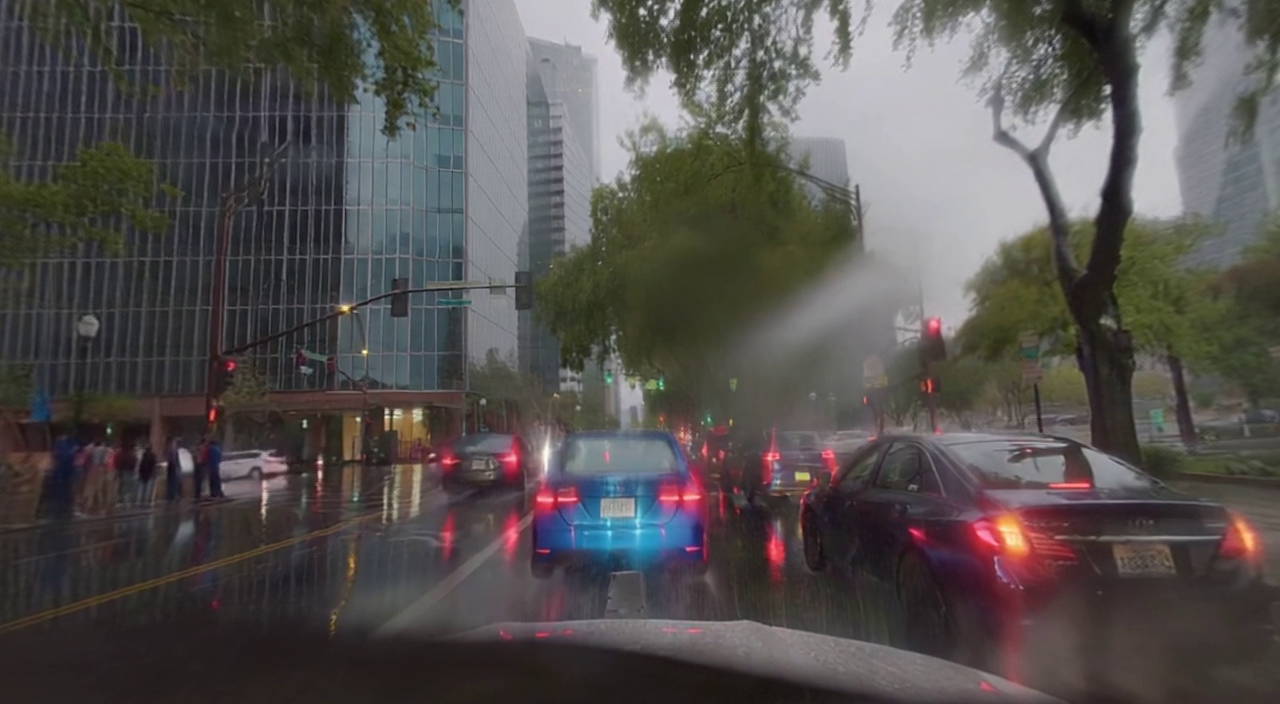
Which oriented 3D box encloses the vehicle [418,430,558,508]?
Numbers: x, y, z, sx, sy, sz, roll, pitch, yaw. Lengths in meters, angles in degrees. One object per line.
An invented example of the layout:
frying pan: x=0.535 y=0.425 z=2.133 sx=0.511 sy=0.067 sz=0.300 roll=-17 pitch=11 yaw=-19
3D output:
vehicle: x=-3.245 y=2.593 z=14.383 sx=2.068 sy=1.513 sz=4.221 roll=0 pitch=-8 yaw=1

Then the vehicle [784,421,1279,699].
vehicle: x=2.755 y=1.418 z=5.495 sx=1.952 sy=1.464 sz=4.165 roll=0 pitch=-8 yaw=-1

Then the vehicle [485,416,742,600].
vehicle: x=-0.267 y=1.566 z=7.200 sx=2.072 sy=1.476 sz=4.078 roll=0 pitch=-8 yaw=-2

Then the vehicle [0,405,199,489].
vehicle: x=-26.060 y=4.348 z=28.973 sx=8.989 sy=3.623 sz=2.884 roll=0 pitch=-8 yaw=0
